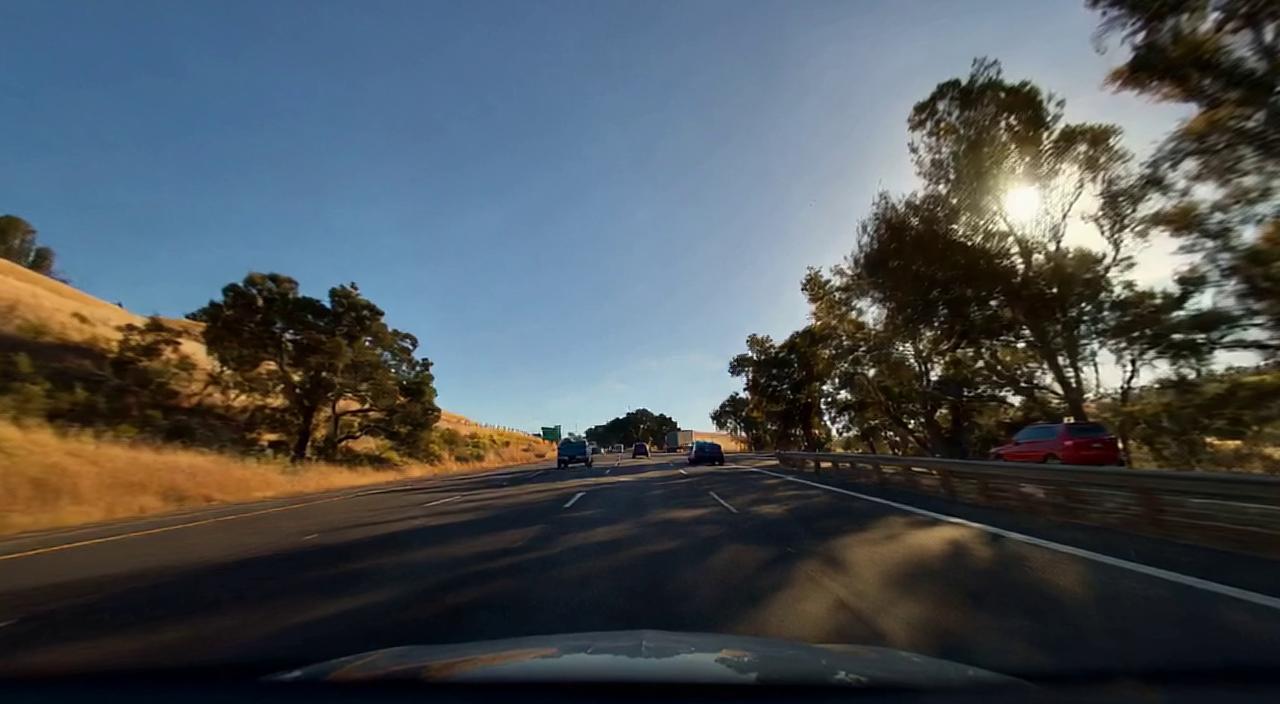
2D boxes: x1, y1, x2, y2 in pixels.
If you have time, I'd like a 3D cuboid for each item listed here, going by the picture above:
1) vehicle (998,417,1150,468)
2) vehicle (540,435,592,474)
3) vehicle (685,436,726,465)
[{"bbox_3d":[17.702,3.757,26.185,2.308,1.886,5.321,0,-8,-3],"label":"vehicle"},{"bbox_3d":[-3.766,5.318,33.016,2.120,1.855,4.619,0,-8,0],"label":"vehicle"},{"bbox_3d":[4.053,6.189,39.619,1.995,1.712,4.206,0,-8,-1],"label":"vehicle"}]
